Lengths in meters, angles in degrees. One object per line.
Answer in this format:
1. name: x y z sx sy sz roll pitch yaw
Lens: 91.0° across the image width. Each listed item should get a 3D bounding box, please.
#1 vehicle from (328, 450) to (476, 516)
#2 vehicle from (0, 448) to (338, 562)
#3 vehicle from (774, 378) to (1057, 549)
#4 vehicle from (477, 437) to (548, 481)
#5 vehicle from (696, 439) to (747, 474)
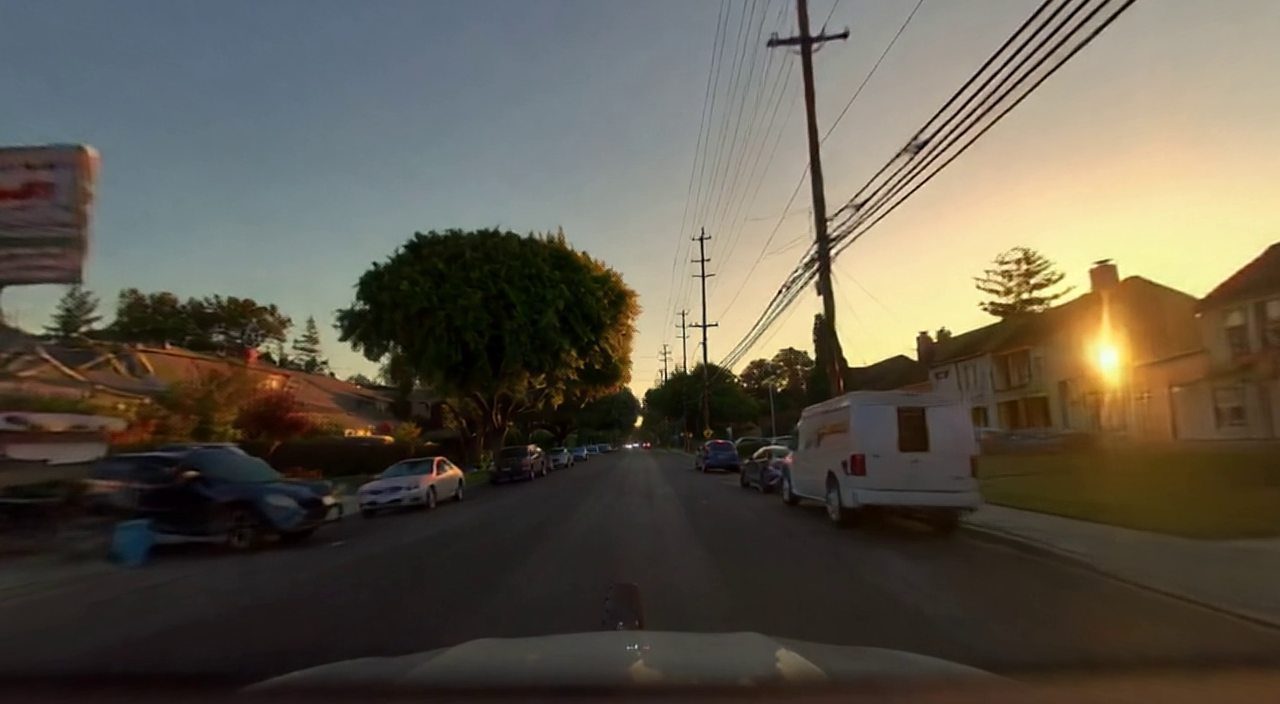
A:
1. vehicle: -6.090 3.378 16.839 2.048 1.438 4.728 -2 -9 1
2. vehicle: -7.678 2.295 9.819 4.935 1.454 1.900 -1 -8 -5
3. vehicle: 4.081 1.821 10.779 2.396 2.164 5.381 0 -9 0
4. vehicle: -6.066 5.138 30.657 2.322 1.913 5.582 0 -9 0
5. vehicle: 3.849 4.996 30.390 1.848 1.550 4.054 0 -9 -1
